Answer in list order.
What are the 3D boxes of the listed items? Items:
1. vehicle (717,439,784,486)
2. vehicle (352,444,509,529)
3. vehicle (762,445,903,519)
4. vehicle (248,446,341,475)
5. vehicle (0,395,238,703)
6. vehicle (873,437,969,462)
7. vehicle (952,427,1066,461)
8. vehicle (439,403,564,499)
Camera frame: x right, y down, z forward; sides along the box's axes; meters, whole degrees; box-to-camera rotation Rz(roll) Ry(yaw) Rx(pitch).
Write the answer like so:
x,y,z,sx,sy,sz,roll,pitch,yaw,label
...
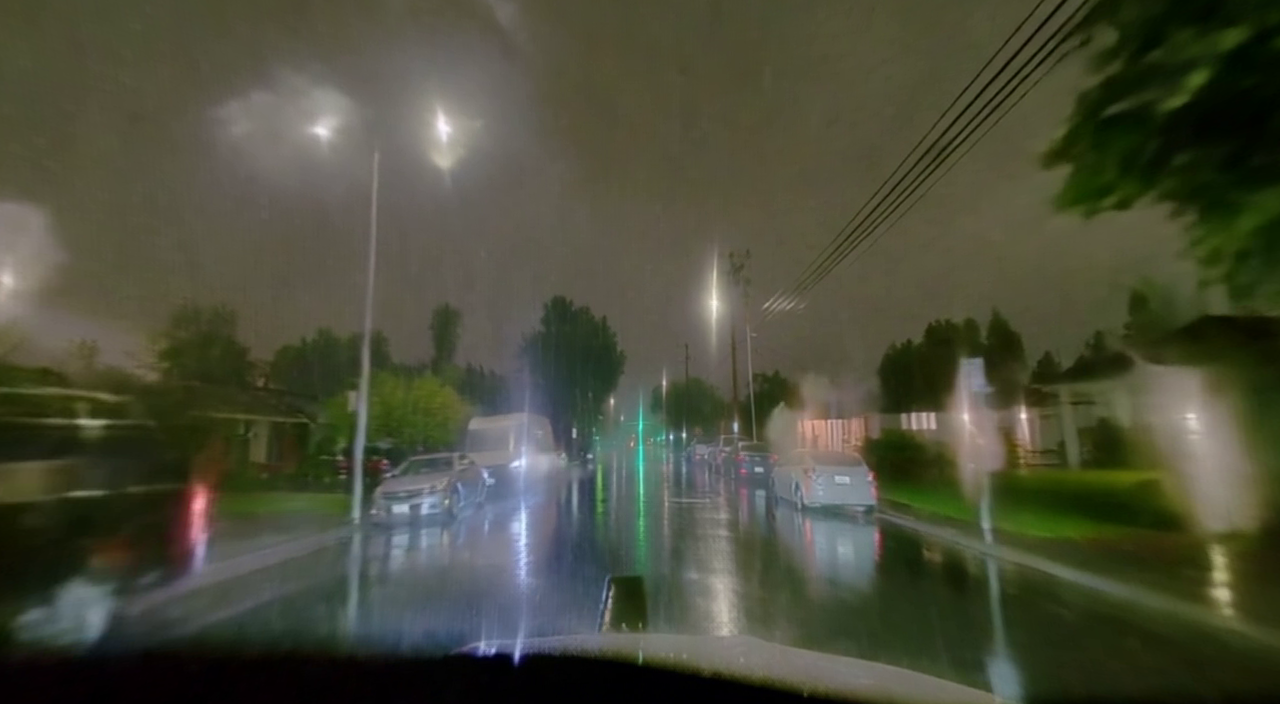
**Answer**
x,y,z,sx,sy,sz,roll,pitch,yaw,label
4.145,4.178,24.211,1.839,1.520,4.498,3,-8,1,vehicle
-4.746,3.056,15.083,2.023,1.568,4.942,-3,-8,1,vehicle
4.196,2.864,14.458,1.846,1.351,4.272,2,-8,-1,vehicle
-19.246,6.052,35.102,4.126,1.545,1.830,0,-8,1,vehicle
-4.667,1.087,2.864,2.154,1.796,5.294,-2,-8,0,vehicle
16.614,5.785,37.334,4.700,1.440,2.058,0,-8,3,vehicle
22.020,5.516,37.635,5.271,1.913,2.466,0,-8,1,vehicle
-4.388,3.278,21.097,2.470,2.613,5.989,-4,-8,4,vehicle
